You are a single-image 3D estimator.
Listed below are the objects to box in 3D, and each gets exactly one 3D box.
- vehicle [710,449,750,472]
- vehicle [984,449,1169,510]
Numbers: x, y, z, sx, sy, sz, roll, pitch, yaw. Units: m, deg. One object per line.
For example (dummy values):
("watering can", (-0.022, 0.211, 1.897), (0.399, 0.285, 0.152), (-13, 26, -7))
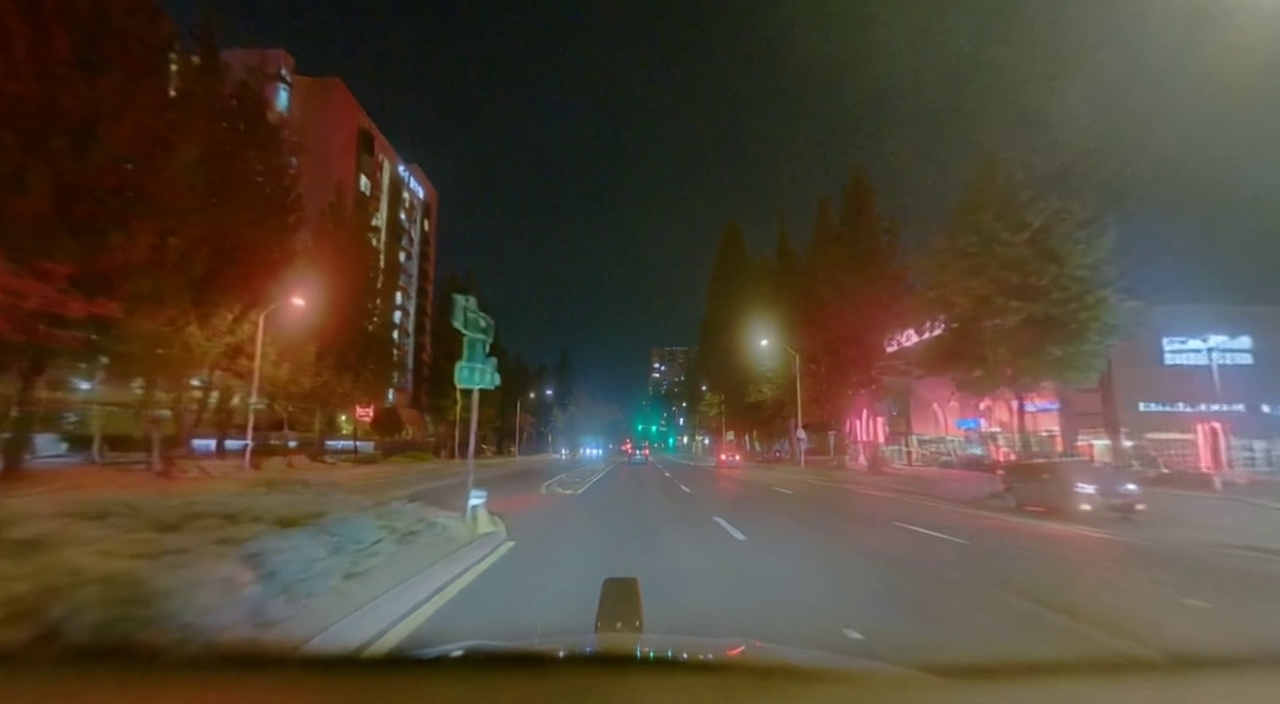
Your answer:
("vehicle", (6.295, 7.622, 44.579), (2.024, 1.475, 4.600), (1, -9, -2))
("vehicle", (13.482, 3.945, 19.730), (4.281, 1.719, 1.983), (1, -9, 0))
